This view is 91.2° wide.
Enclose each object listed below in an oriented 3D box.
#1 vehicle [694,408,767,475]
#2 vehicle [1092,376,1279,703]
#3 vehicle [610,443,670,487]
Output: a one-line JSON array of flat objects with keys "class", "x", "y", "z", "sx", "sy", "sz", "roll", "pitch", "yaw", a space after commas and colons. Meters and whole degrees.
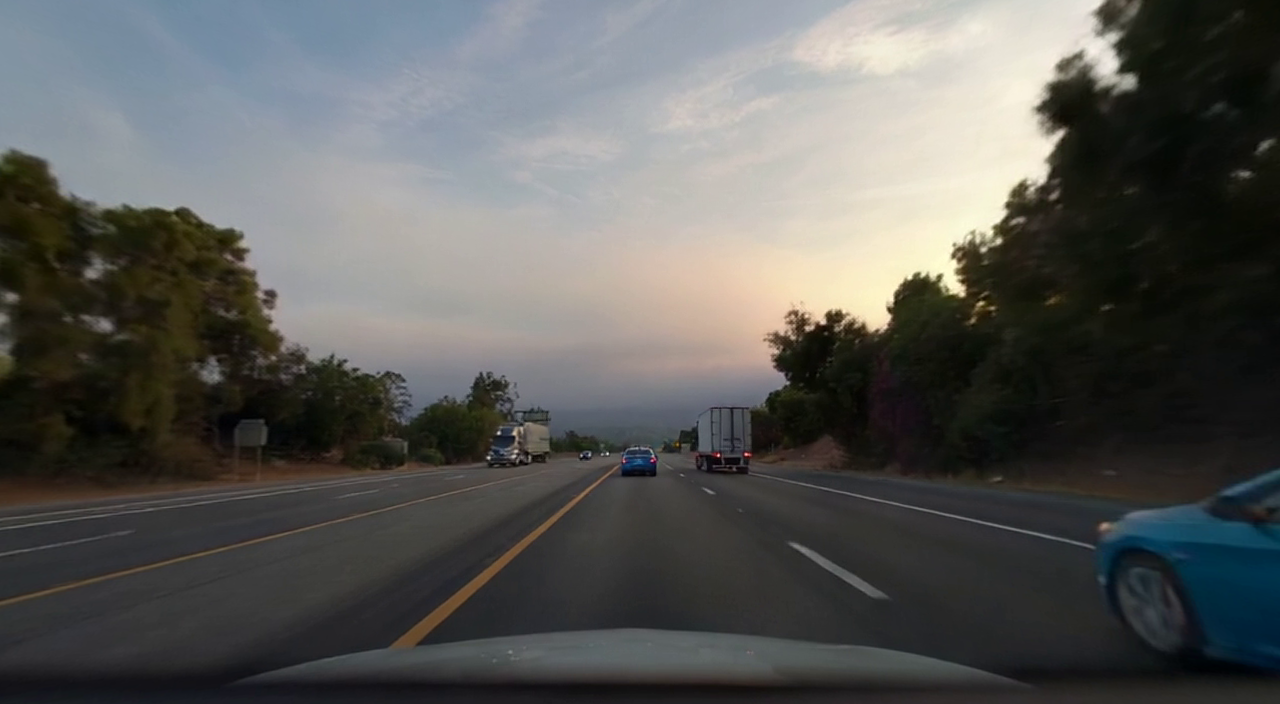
[{"class": "vehicle", "x": 4.652, "y": 4.868, "z": 33.801, "sx": 2.791, "sy": 3.201, "sz": 7.145, "roll": 0, "pitch": -9, "yaw": 0}, {"class": "vehicle", "x": 3.908, "y": 0.733, "z": 1.901, "sx": 1.953, "sy": 1.540, "sz": 4.101, "roll": 0, "pitch": -9, "yaw": 0}, {"class": "vehicle", "x": -0.045, "y": 4.189, "z": 23.563, "sx": 2.066, "sy": 1.490, "sz": 3.759, "roll": 0, "pitch": -9, "yaw": -1}]
